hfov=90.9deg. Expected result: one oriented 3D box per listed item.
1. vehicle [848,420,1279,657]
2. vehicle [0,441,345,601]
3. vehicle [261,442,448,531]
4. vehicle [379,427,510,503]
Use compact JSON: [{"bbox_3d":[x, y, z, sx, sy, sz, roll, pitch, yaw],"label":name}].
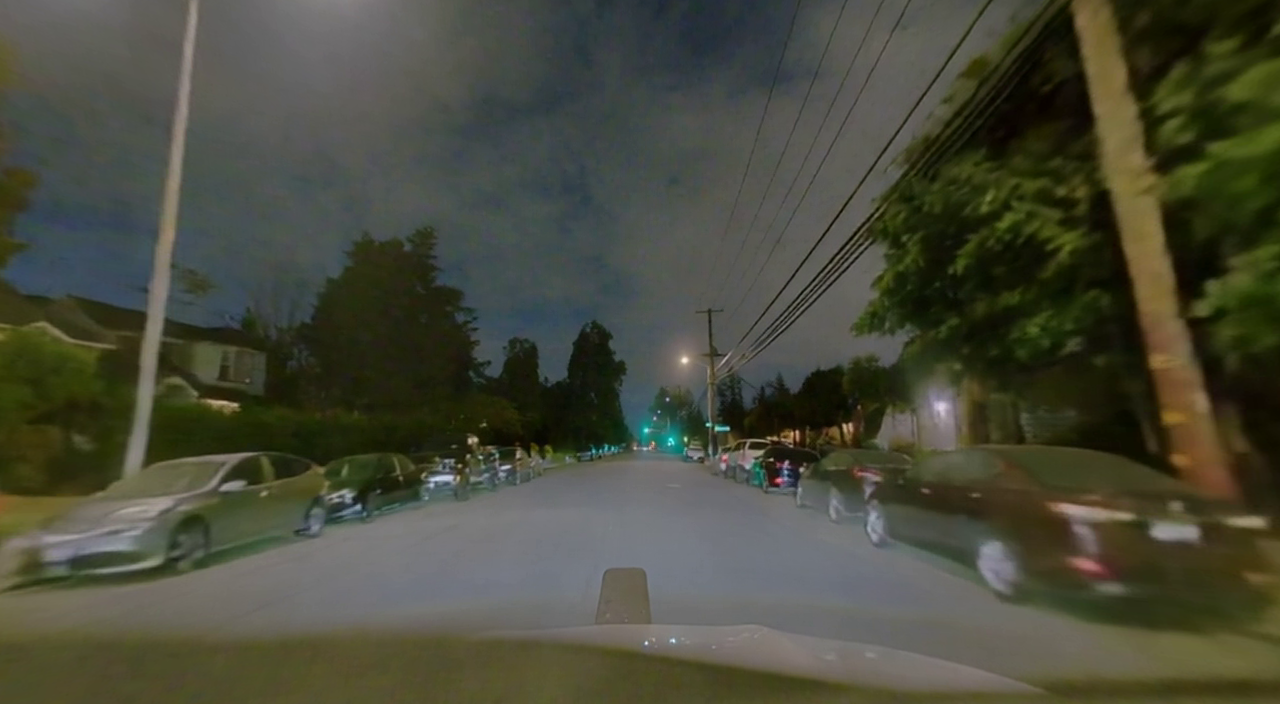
[{"bbox_3d":[3.859,1.578,6.525,1.873,1.546,4.599,0,-9,1],"label":"vehicle"},{"bbox_3d":[-5.780,1.915,8.195,1.752,1.494,4.274,0,-8,1],"label":"vehicle"},{"bbox_3d":[-5.633,2.656,13.133,1.790,1.496,4.234,1,-8,2],"label":"vehicle"},{"bbox_3d":[-5.600,3.287,18.916,2.052,1.916,5.084,0,-8,3],"label":"vehicle"}]
